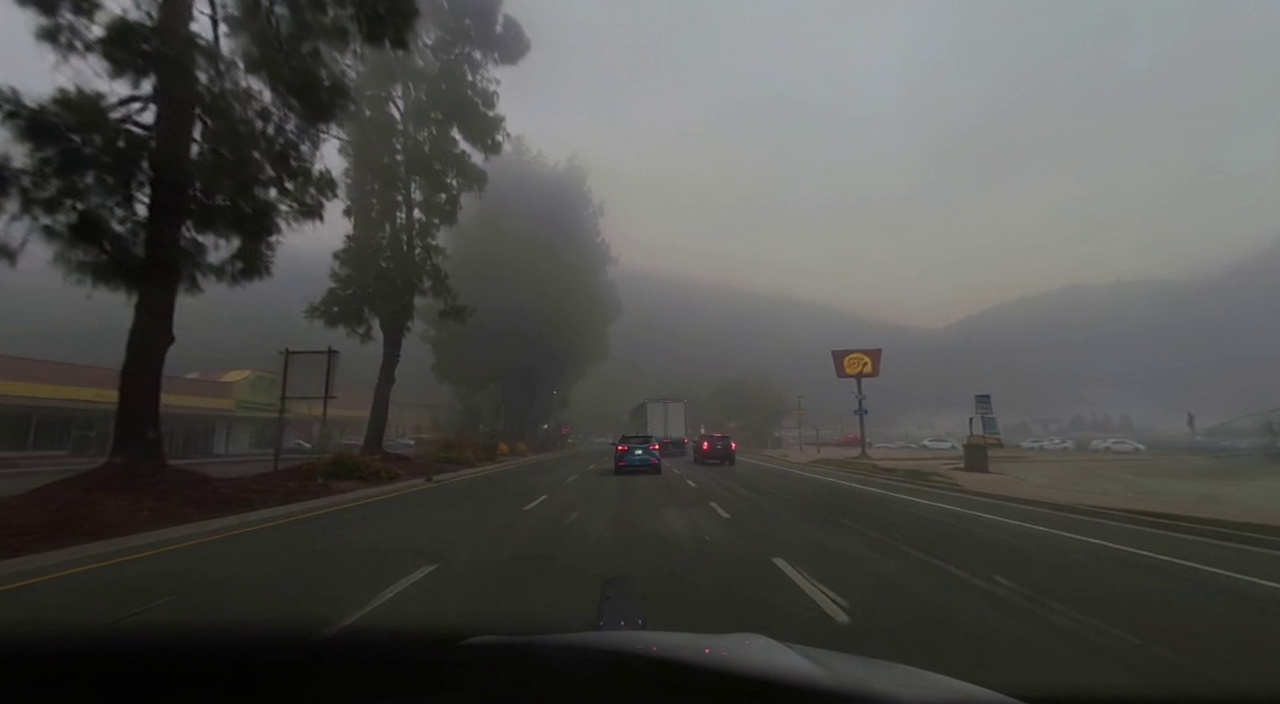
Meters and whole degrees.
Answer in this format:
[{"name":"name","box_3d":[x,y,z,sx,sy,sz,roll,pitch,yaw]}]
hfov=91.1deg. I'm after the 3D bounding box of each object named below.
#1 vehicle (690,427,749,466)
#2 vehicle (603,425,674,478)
[{"name":"vehicle","box_3d":[3.641,4.420,29.508,2.088,1.655,4.360,0,-8,-2]},{"name":"vehicle","box_3d":[-0.097,3.400,21.668,2.193,1.651,3.946,0,-8,-1]}]
